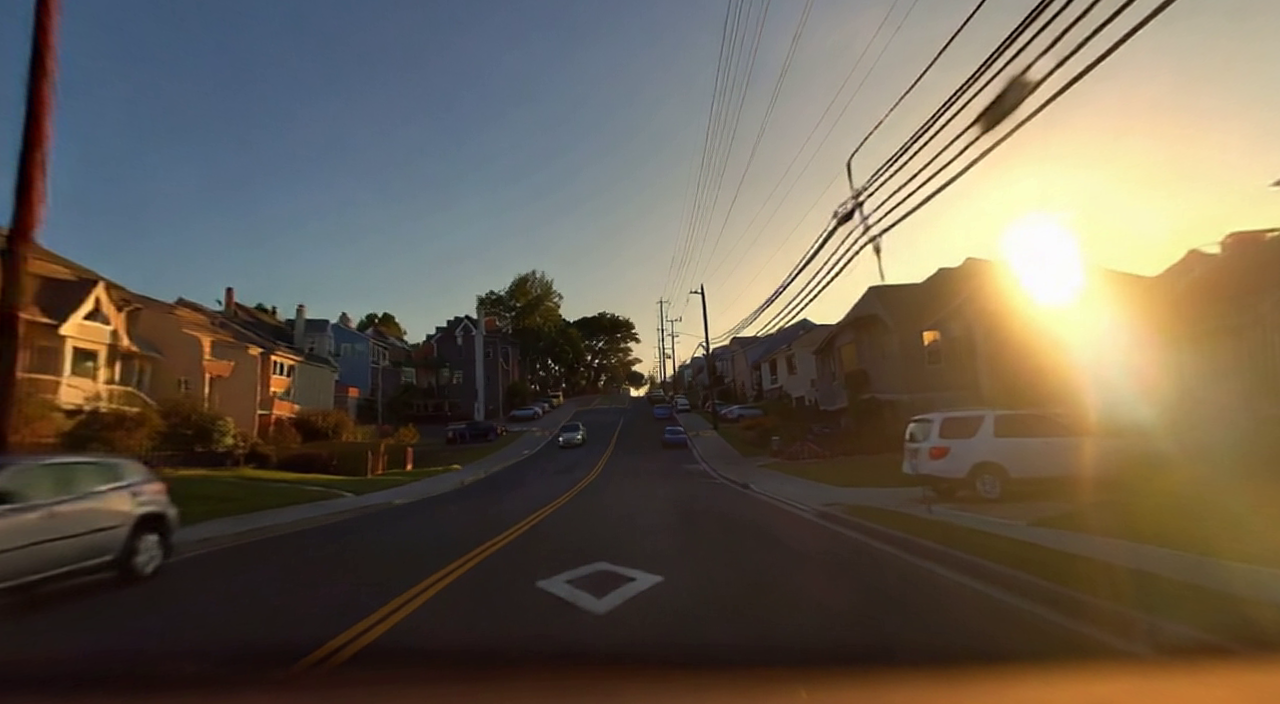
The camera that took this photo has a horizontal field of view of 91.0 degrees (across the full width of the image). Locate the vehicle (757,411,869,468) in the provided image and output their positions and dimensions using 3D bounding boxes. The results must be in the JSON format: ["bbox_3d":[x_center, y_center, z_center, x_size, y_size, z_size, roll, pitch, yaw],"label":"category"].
[{"bbox_3d":[7.799,3.997,28.697,4.286,2.044,1.913,-6,-9,-1],"label":"vehicle"}]

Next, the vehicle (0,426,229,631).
[{"bbox_3d":[-6.699,1.742,6.289,2.156,1.764,4.410,-3,-11,0],"label":"vehicle"}]

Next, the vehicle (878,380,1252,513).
[{"bbox_3d":[7.855,1.821,12.162,5.512,1.846,2.115,-5,-9,1],"label":"vehicle"}]

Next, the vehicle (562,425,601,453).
[{"bbox_3d":[-3.965,5.966,43.305,2.096,1.542,4.481,-1,-4,1],"label":"vehicle"}]

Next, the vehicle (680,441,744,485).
[{"bbox_3d":[2.694,4.264,24.430,2.063,1.503,4.415,-1,-9,1],"label":"vehicle"}]

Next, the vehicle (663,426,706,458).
[{"bbox_3d":[2.688,5.576,39.329,2.211,1.860,4.813,0,-7,-1],"label":"vehicle"}]
